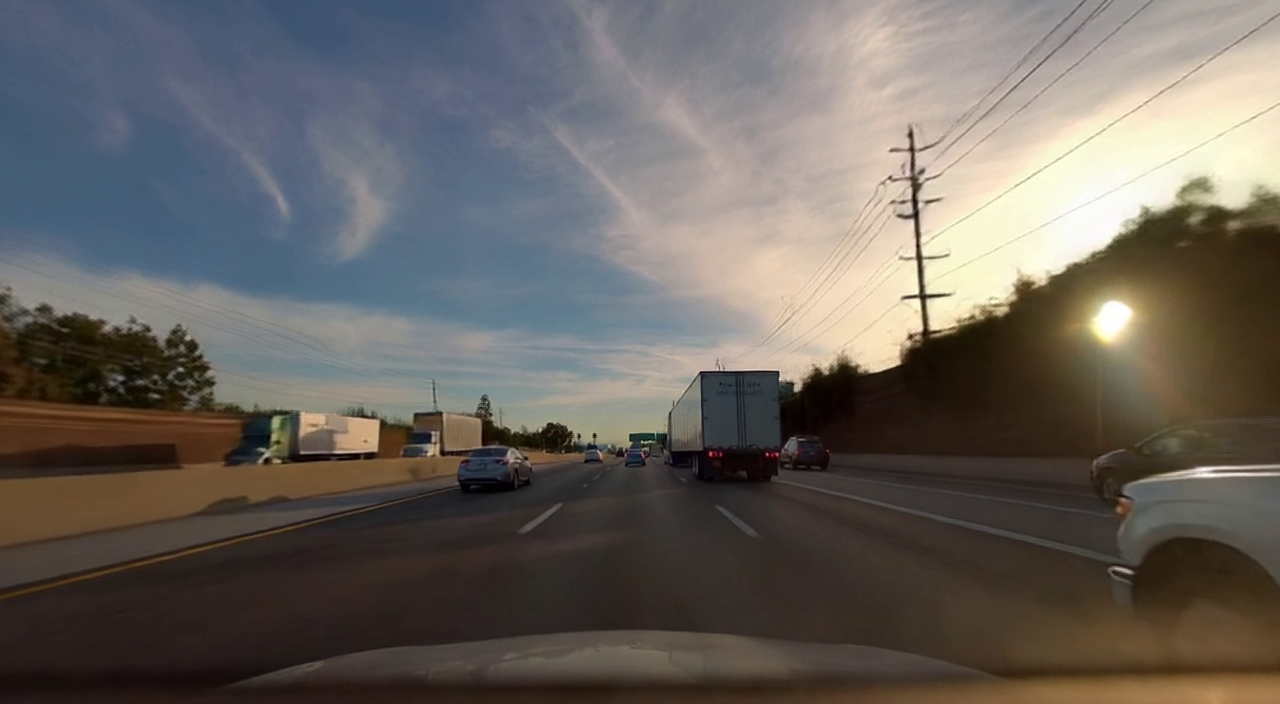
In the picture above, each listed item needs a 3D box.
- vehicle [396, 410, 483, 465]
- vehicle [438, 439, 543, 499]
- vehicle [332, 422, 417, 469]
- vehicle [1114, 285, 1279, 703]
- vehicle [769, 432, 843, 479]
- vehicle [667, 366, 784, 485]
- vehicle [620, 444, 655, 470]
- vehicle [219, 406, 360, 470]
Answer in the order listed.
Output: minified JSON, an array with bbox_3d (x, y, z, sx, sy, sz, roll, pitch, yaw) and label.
[{"bbox_3d":[-14.854,6.525,47.762,3.017,3.713,10.643,0,-8,0],"label":"vehicle"},{"bbox_3d":[-4.088,3.243,17.907,1.968,1.507,3.829,0,-8,1],"label":"vehicle"},{"bbox_3d":[-18.566,6.610,44.590,2.762,3.012,7.272,0,-8,0],"label":"vehicle"},{"bbox_3d":[3.285,0.441,0.333,2.132,1.869,4.978,0,-8,0],"label":"vehicle"},{"bbox_3d":[7.411,4.662,28.600,2.079,1.938,4.630,0,-8,0],"label":"vehicle"},{"bbox_3d":[3.261,3.722,29.797,2.907,4.109,16.177,0,-9,-1],"label":"vehicle"},{"bbox_3d":[-0.120,6.539,39.459,2.047,1.485,3.938,0,-8,1],"label":"vehicle"},{"bbox_3d":[-22.207,5.655,40.948,2.938,3.573,10.673,0,-8,0],"label":"vehicle"}]
